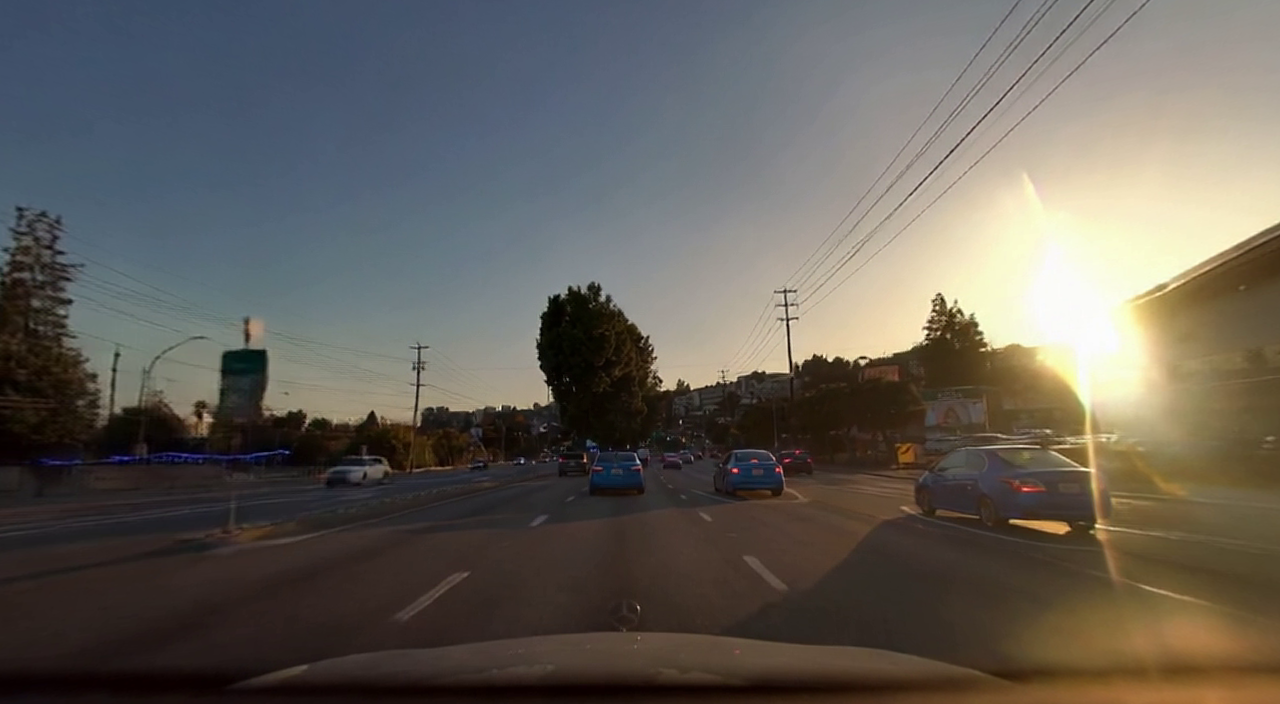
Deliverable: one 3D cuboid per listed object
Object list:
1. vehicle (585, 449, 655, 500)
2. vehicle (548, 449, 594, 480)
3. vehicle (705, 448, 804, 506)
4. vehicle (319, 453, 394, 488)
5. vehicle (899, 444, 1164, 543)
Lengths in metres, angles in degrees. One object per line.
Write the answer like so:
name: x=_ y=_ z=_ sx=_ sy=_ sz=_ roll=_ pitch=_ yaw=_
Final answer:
vehicle: x=-0.613 y=3.977 z=20.950 sx=2.065 sy=1.464 sz=4.216 roll=0 pitch=-9 yaw=0
vehicle: x=-3.824 y=6.347 z=35.808 sx=2.073 sy=1.606 sz=4.364 roll=-1 pitch=-9 yaw=1
vehicle: x=3.278 y=3.679 z=19.083 sx=2.053 sy=1.490 sz=4.464 roll=0 pitch=-9 yaw=-2
vehicle: x=-15.945 y=6.646 z=35.841 sx=2.035 sy=1.762 sz=4.753 roll=0 pitch=-9 yaw=0
vehicle: x=6.804 y=2.461 z=11.732 sx=2.004 sy=1.455 sz=4.417 roll=0 pitch=-9 yaw=-1
